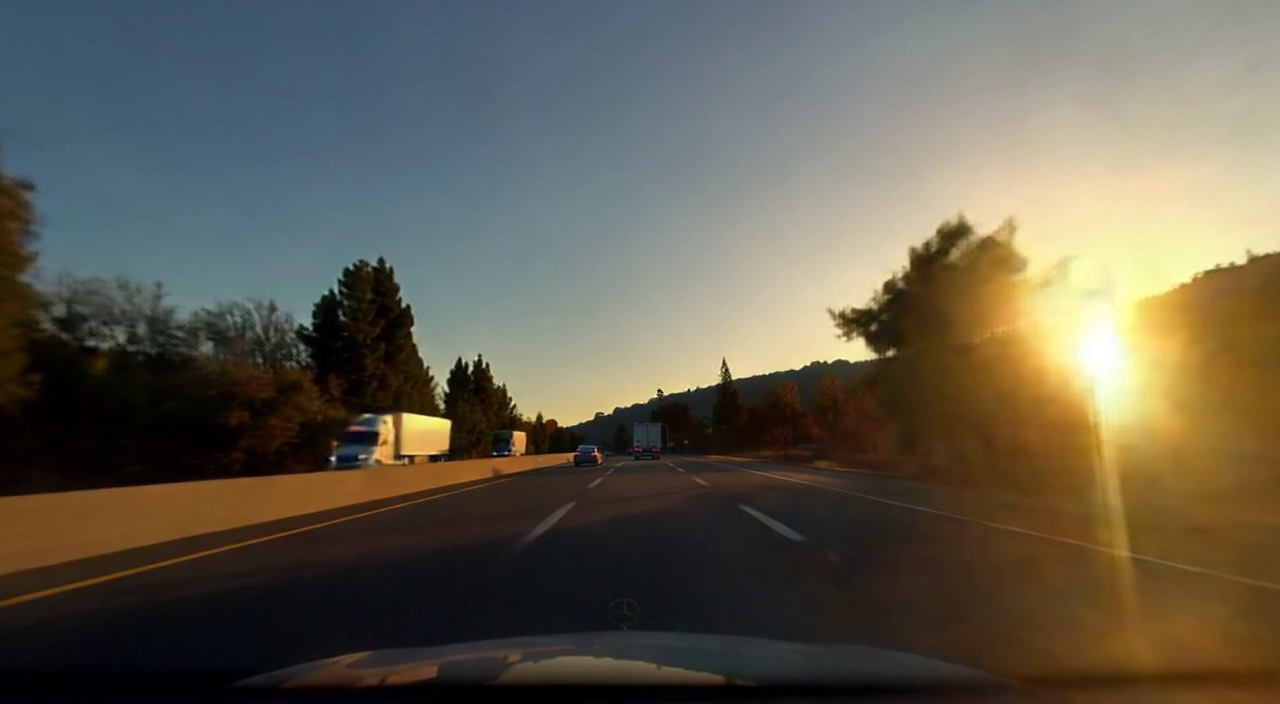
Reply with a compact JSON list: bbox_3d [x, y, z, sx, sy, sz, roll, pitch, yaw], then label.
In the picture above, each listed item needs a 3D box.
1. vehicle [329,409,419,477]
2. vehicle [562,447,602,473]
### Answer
[{"bbox_3d":[-16.428,5.718,39.463,2.942,3.882,5.832,-1,-9,1],"label":"vehicle"},{"bbox_3d":[-3.400,6.390,37.478,1.955,1.438,4.100,0,-9,0],"label":"vehicle"}]
